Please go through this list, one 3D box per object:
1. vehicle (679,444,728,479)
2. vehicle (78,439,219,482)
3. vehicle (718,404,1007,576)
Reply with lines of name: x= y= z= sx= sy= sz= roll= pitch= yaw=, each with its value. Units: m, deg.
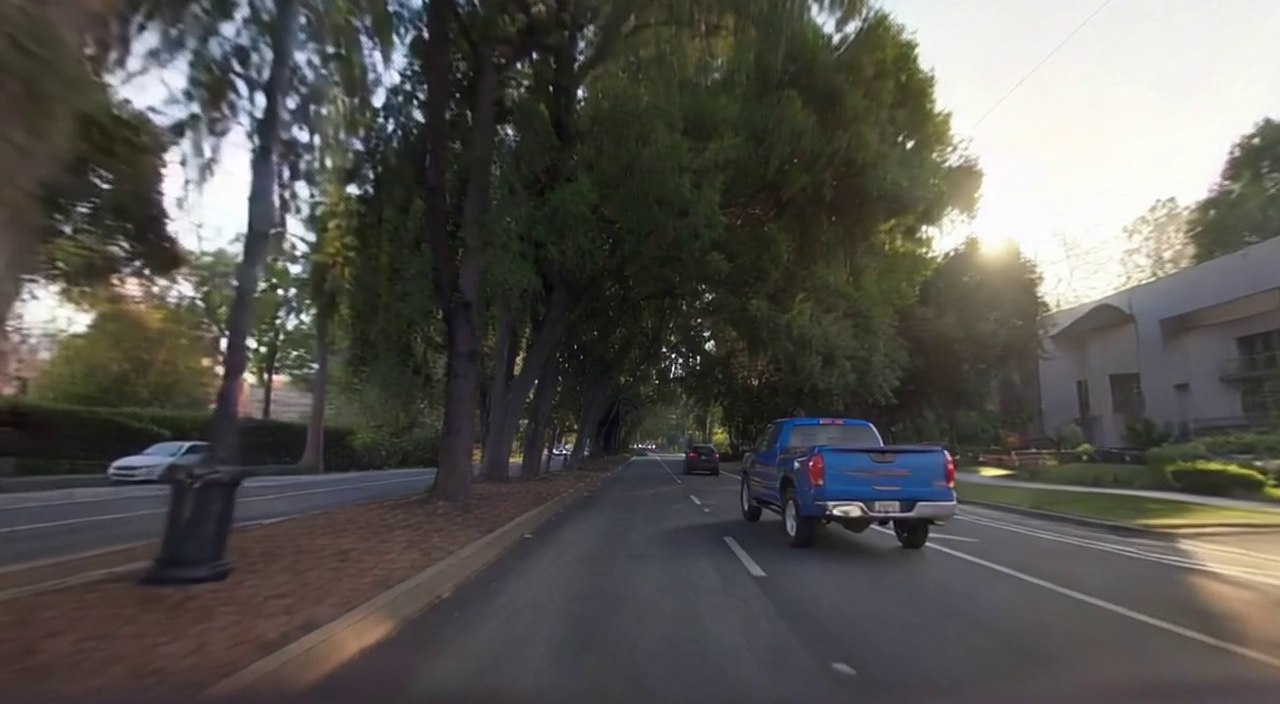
vehicle: x=3.285 y=5.781 z=33.509 sx=2.108 sy=1.712 sz=4.616 roll=0 pitch=-8 yaw=0
vehicle: x=-19.166 y=4.224 z=24.901 sx=2.002 sy=1.525 sz=4.353 roll=0 pitch=-8 yaw=1
vehicle: x=2.876 y=1.988 z=10.071 sx=2.553 sy=1.942 sz=5.679 roll=0 pitch=-8 yaw=0
